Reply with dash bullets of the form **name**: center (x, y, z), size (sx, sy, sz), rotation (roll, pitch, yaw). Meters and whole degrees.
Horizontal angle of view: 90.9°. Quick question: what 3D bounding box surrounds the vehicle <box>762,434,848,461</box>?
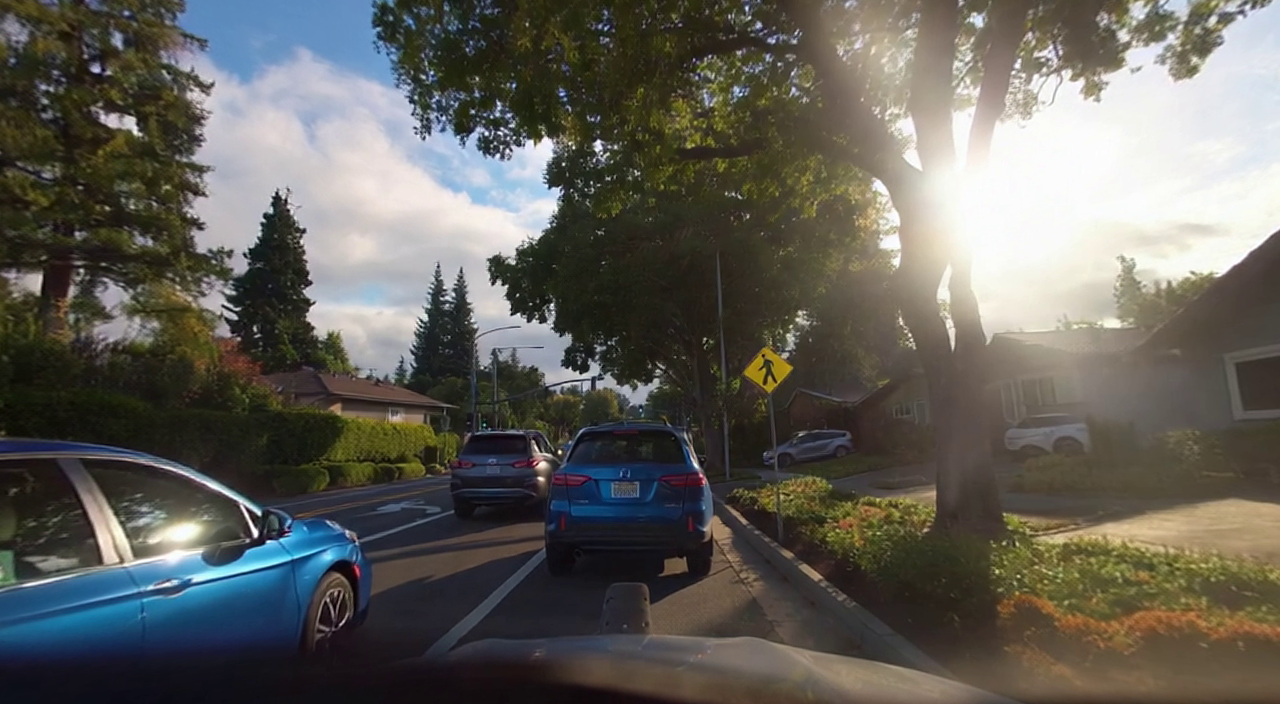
- **vehicle**: center (9.320, 5.439, 35.852), size (4.456, 1.504, 1.914), rotation (-1, -9, 6)

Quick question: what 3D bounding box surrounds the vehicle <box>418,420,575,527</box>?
- **vehicle**: center (-2.574, 2.303, 12.482), size (2.000, 1.737, 4.133), rotation (0, -9, 2)

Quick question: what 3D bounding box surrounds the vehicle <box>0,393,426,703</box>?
- **vehicle**: center (-2.866, 1.036, 2.985), size (1.968, 1.472, 4.685), rotation (0, -9, 1)

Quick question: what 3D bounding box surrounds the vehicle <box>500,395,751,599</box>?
- **vehicle**: center (-0.130, 1.520, 7.369), size (2.120, 1.718, 3.909), rotation (0, -9, 0)
